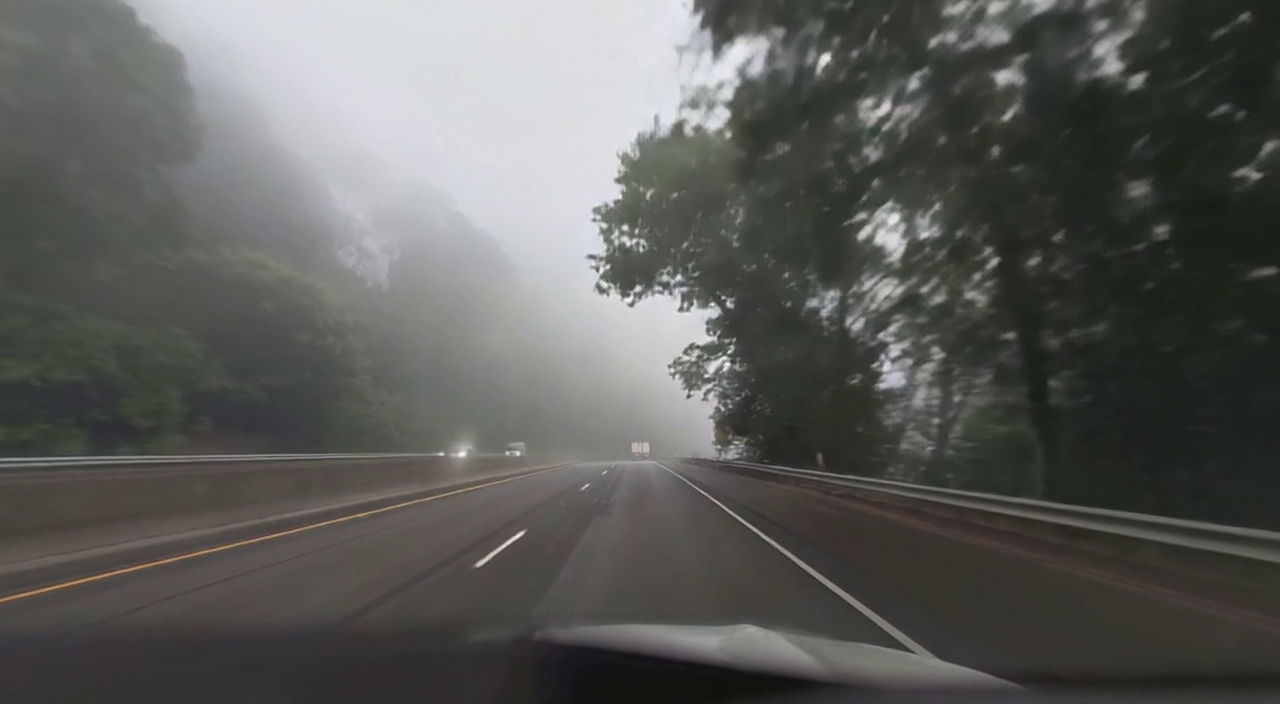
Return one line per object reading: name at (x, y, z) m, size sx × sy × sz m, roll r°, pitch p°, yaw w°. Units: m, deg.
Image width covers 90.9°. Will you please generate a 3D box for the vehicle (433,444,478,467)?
vehicle at (-12.425, 7.013, 42.724) m, size 1.822 × 1.474 × 4.238 m, roll 0°, pitch -9°, yaw 0°
